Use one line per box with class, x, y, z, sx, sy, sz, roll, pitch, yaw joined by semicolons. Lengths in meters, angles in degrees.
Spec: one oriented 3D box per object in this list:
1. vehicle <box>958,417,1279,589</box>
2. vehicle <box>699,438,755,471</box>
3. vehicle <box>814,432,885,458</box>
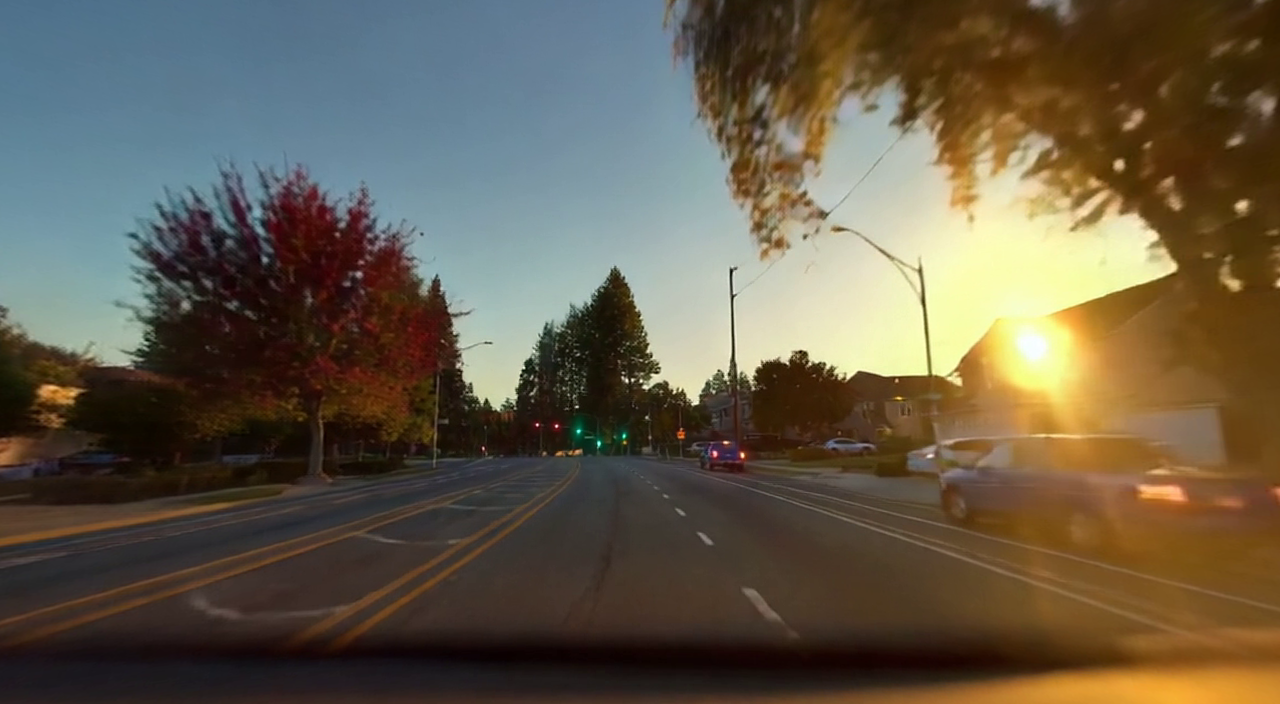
vehicle;6.544;1.851;8.666;2.024;1.710;4.525;0;-8;0
vehicle;5.164;6.210;38.547;2.285;1.868;5.575;1;-8;-4
vehicle;15.820;6.991;47.810;4.623;1.741;1.924;-2;-7;-4
